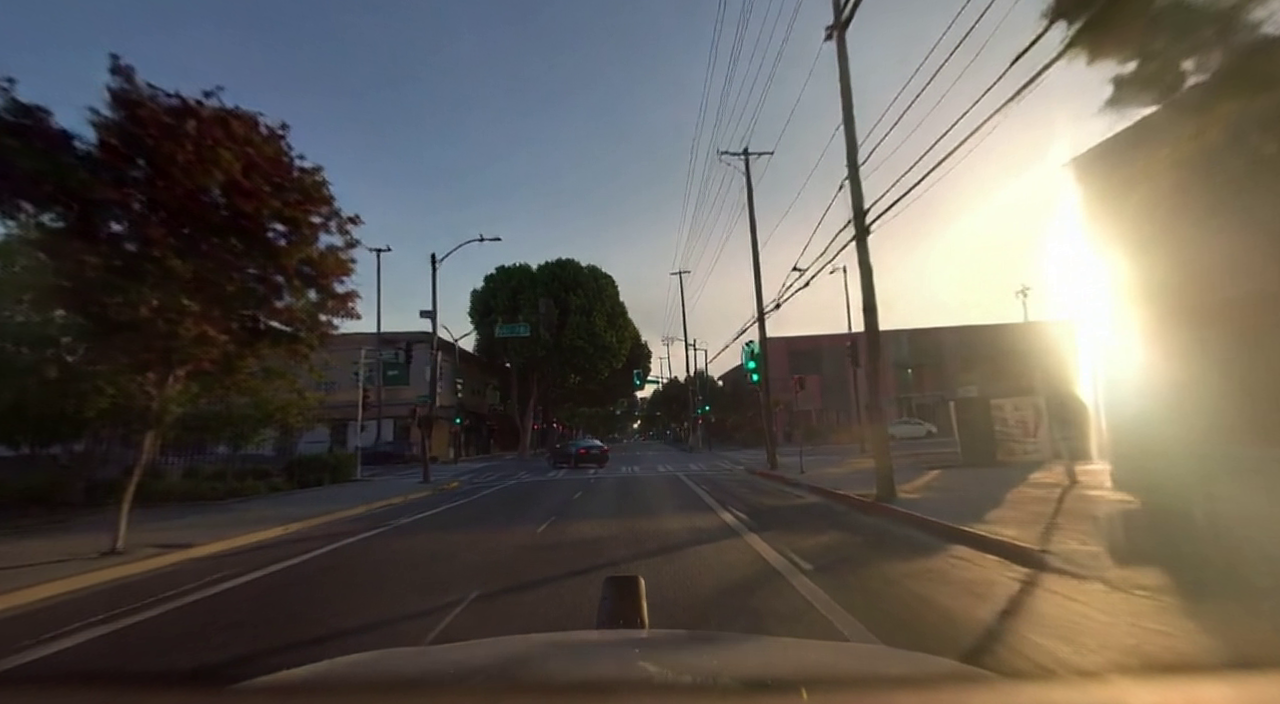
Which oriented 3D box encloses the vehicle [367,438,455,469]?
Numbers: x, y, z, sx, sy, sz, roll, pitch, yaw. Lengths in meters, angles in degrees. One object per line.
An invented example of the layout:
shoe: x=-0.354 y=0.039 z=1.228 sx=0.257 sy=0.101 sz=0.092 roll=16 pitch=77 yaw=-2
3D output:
vehicle: x=-13.445 y=5.981 z=37.218 sx=4.472 sy=1.736 sz=1.874 roll=-2 pitch=-9 yaw=11

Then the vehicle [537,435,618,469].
vehicle: x=-3.143 y=4.855 z=30.844 sx=2.118 sy=1.478 sz=4.624 roll=5 pitch=-10 yaw=-31

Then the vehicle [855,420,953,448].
vehicle: x=14.683 y=4.595 z=35.289 sx=4.632 sy=1.484 sz=1.907 roll=0 pitch=-8 yaw=-1
